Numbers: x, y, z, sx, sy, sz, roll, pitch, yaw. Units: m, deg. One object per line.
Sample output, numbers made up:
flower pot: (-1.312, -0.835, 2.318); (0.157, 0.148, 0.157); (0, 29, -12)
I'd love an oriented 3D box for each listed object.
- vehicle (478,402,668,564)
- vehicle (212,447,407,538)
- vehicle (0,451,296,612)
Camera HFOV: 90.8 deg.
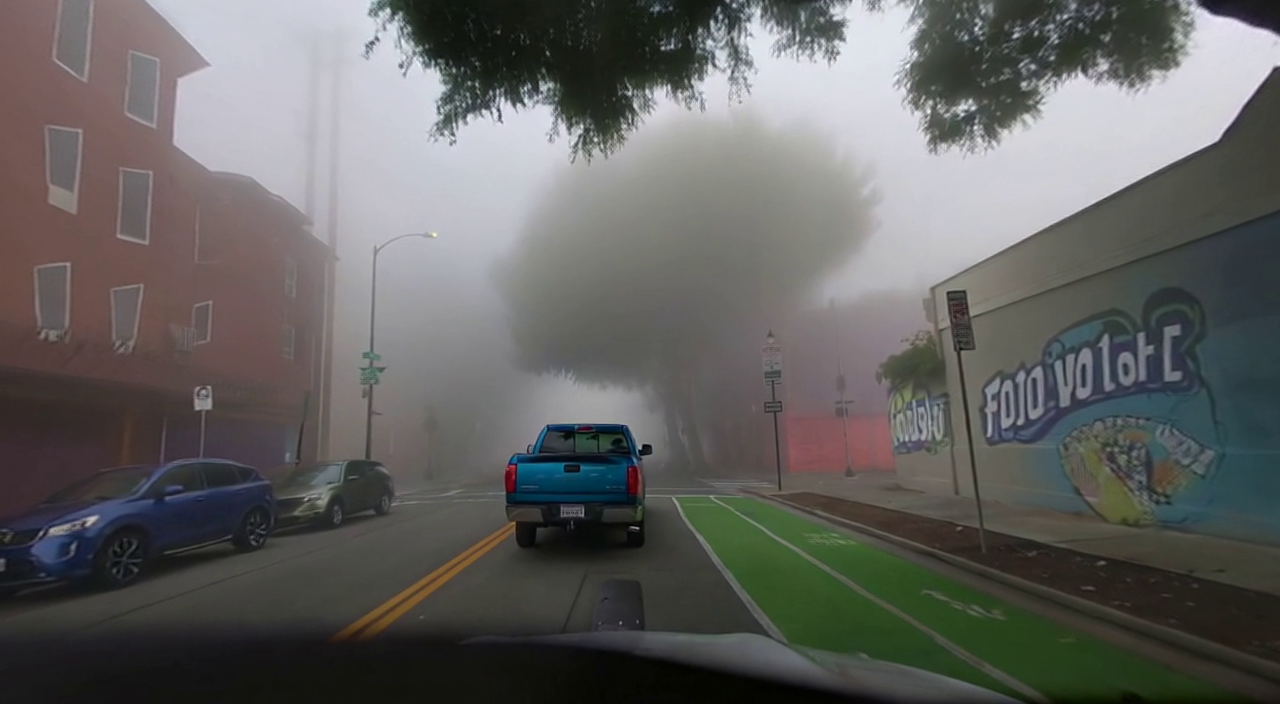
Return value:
vehicle: (-0.768, 1.881, 9.791); (2.215, 1.882, 4.611); (0, -8, 0)
vehicle: (-7.406, 3.124, 14.922); (1.884, 1.730, 5.076); (0, -8, 0)
vehicle: (-7.174, 2.335, 9.251); (1.882, 1.686, 4.489); (0, -8, -2)
